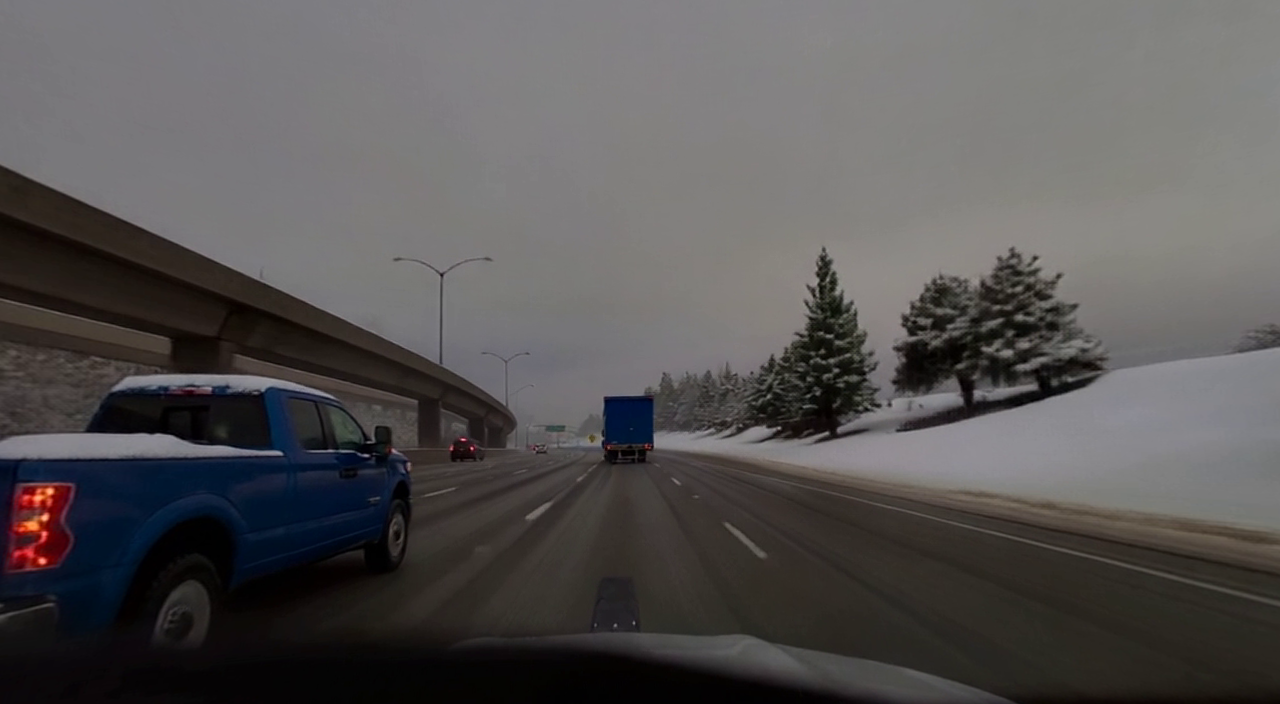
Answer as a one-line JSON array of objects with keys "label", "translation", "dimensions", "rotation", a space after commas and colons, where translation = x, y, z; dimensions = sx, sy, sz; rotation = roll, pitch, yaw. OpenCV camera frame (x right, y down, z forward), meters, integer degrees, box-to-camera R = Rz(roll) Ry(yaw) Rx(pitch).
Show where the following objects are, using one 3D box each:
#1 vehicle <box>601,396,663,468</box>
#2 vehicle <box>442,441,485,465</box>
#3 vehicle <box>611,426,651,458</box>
[{"label": "vehicle", "translation": [-0.711, 5.011, 38.364], "dimensions": [3.233, 3.678, 11.032], "rotation": [0, -9, -3]}, {"label": "vehicle", "translation": [-12.460, 7.123, 44.790], "dimensions": [1.919, 1.625, 4.183], "rotation": [0, -9, -2]}, {"label": "vehicle", "translation": [-0.554, 5.022, 35.133], "dimensions": [2.052, 1.666, 4.358], "rotation": [1, -9, -3]}]
